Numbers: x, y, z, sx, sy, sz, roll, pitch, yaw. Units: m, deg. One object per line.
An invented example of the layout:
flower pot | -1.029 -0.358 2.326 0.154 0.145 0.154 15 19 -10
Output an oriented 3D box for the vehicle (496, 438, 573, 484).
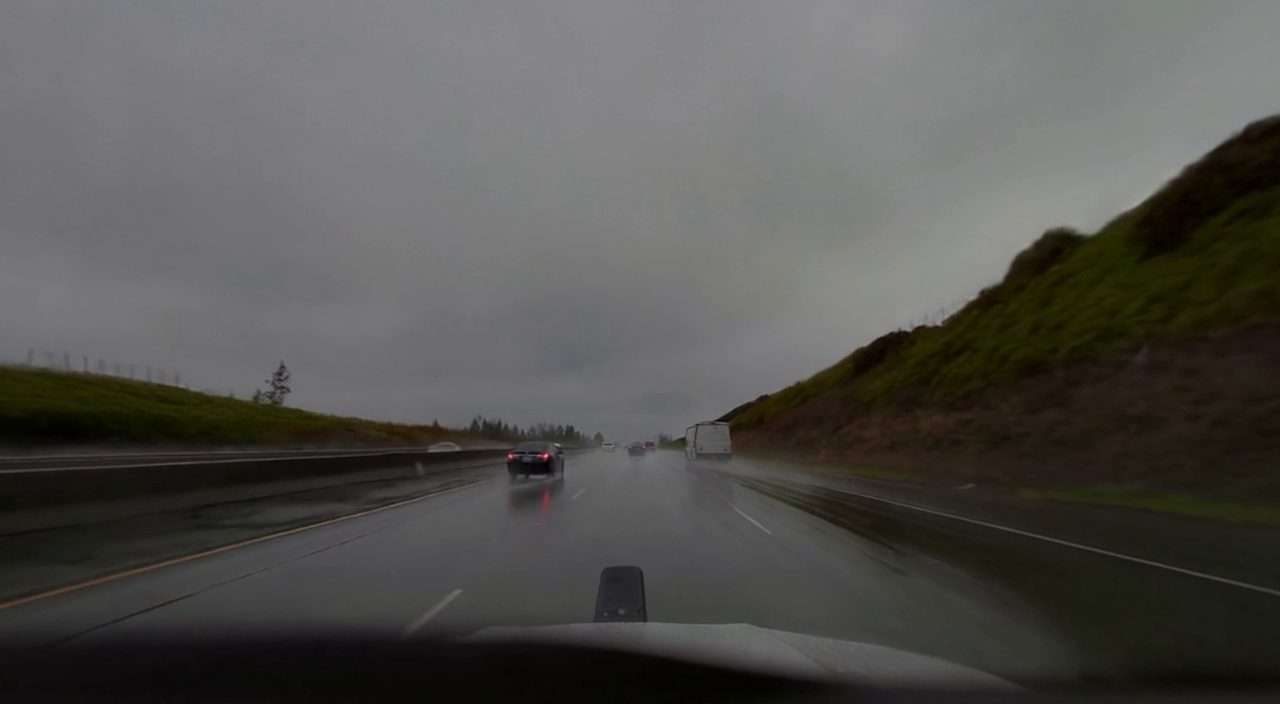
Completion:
vehicle | -3.796 4.007 23.425 2.054 1.529 4.368 0 -9 1

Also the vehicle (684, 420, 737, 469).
vehicle | 4.000 5.449 37.036 2.361 2.636 5.684 0 -9 -1
